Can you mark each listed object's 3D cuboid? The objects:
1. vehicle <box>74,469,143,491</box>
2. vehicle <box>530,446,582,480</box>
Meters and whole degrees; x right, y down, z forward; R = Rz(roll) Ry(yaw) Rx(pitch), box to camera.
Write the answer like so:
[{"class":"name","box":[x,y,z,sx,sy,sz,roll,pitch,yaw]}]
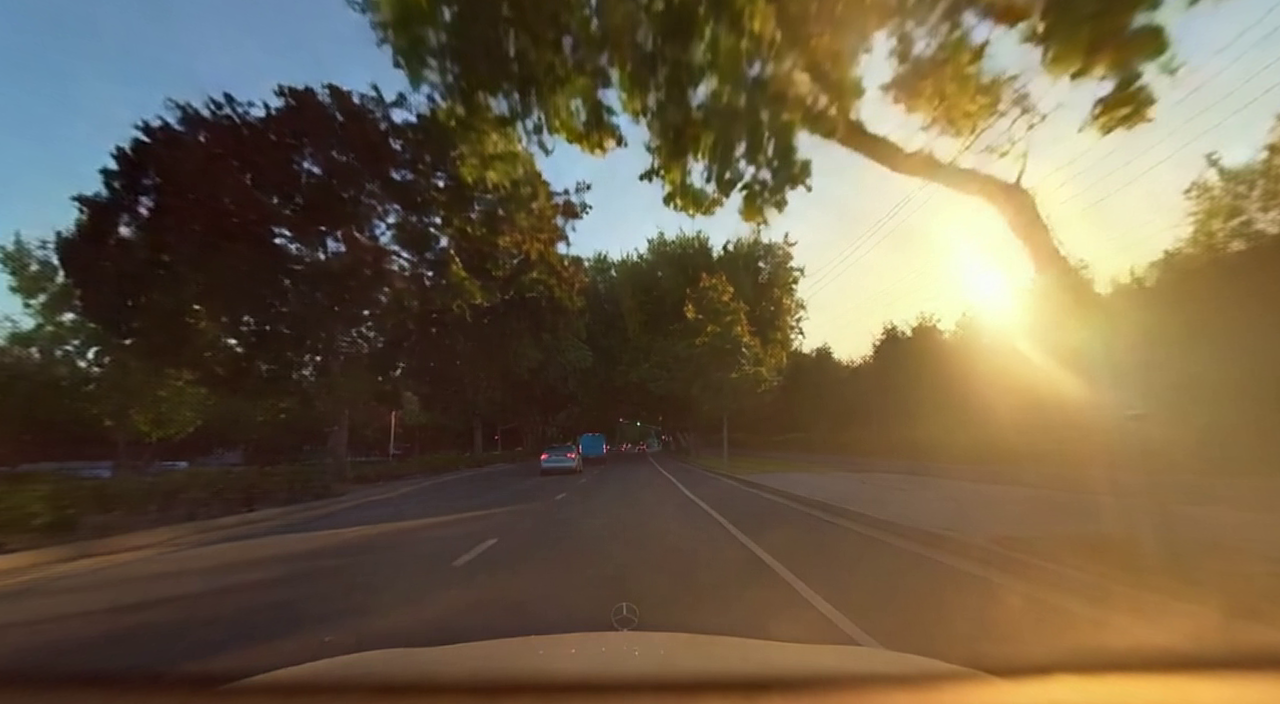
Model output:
[{"class":"vehicle","box":[-36.898,8.900,43.972,1.599,1.391,3.650,1,-10,0]},{"class":"vehicle","box":[-3.970,5.292,30.371,2.009,1.473,4.028,0,-9,-1]}]
